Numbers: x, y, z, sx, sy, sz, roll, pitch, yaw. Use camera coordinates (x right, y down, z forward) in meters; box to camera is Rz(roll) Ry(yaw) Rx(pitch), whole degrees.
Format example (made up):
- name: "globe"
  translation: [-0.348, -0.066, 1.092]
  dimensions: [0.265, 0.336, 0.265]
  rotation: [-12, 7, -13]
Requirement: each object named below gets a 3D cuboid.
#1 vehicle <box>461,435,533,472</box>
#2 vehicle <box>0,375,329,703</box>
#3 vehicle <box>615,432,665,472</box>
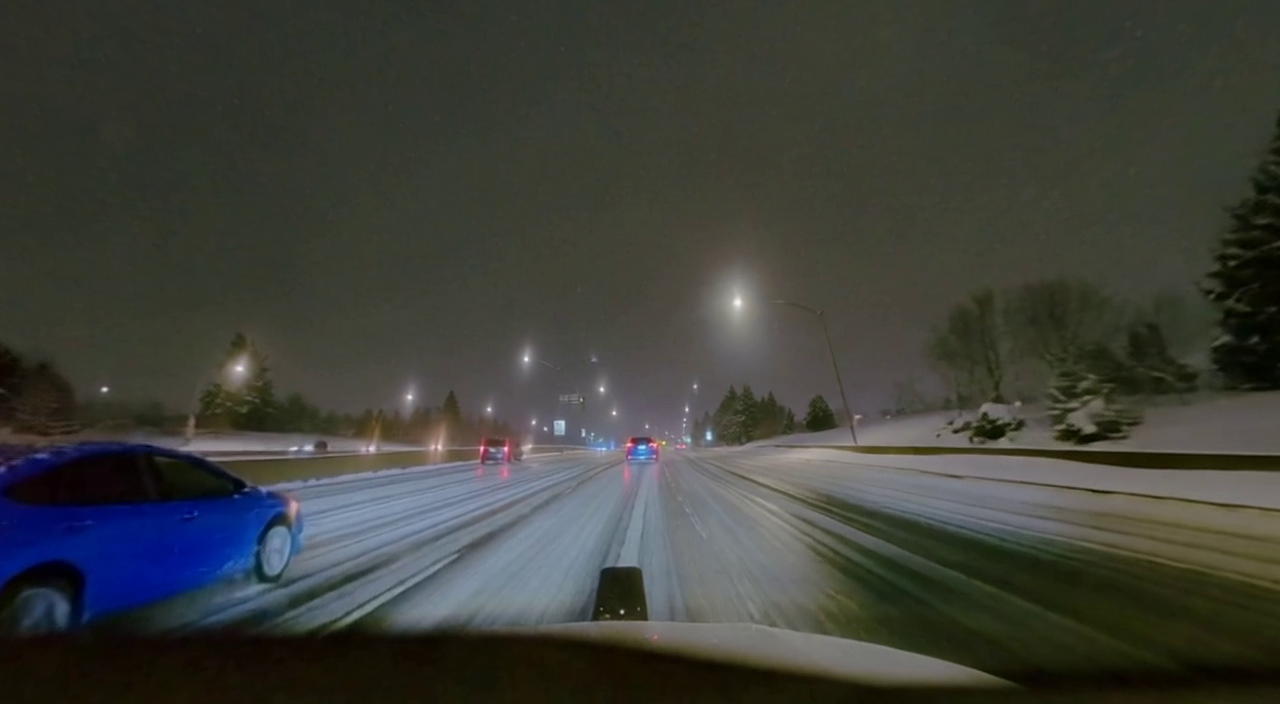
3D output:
- name: "vehicle"
  translation: [-6.457, 4.634, 28.947]
  dimensions: [1.994, 1.519, 4.668]
  rotation: [0, -8, 3]
- name: "vehicle"
  translation: [-4.179, 1.025, 3.808]
  dimensions: [2.124, 1.607, 4.531]
  rotation: [0, -8, 2]
- name: "vehicle"
  translation: [0.056, 4.638, 29.182]
  dimensions: [2.155, 1.690, 4.318]
  rotation: [0, -8, 2]
